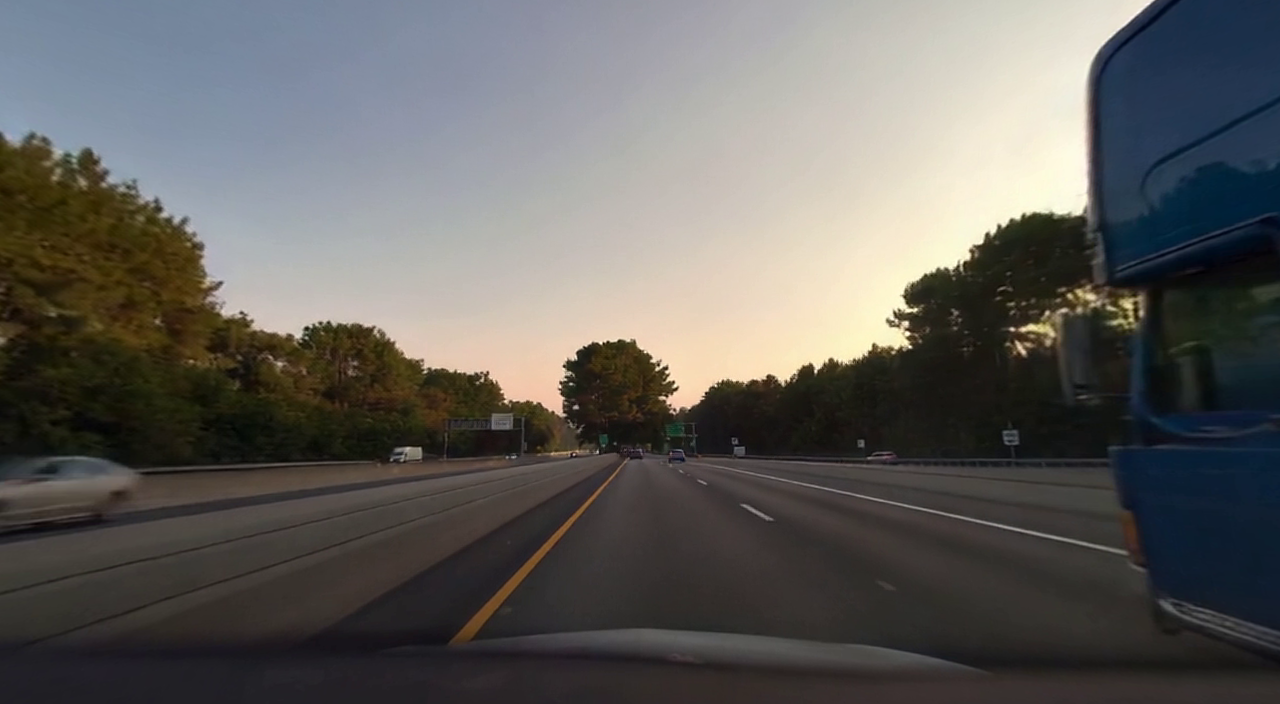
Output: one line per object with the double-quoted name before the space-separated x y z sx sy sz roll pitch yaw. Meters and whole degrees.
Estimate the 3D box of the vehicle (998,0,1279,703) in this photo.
"vehicle" 4.009 -0.384 1.044 3.012 3.933 6.192 0 -9 0
